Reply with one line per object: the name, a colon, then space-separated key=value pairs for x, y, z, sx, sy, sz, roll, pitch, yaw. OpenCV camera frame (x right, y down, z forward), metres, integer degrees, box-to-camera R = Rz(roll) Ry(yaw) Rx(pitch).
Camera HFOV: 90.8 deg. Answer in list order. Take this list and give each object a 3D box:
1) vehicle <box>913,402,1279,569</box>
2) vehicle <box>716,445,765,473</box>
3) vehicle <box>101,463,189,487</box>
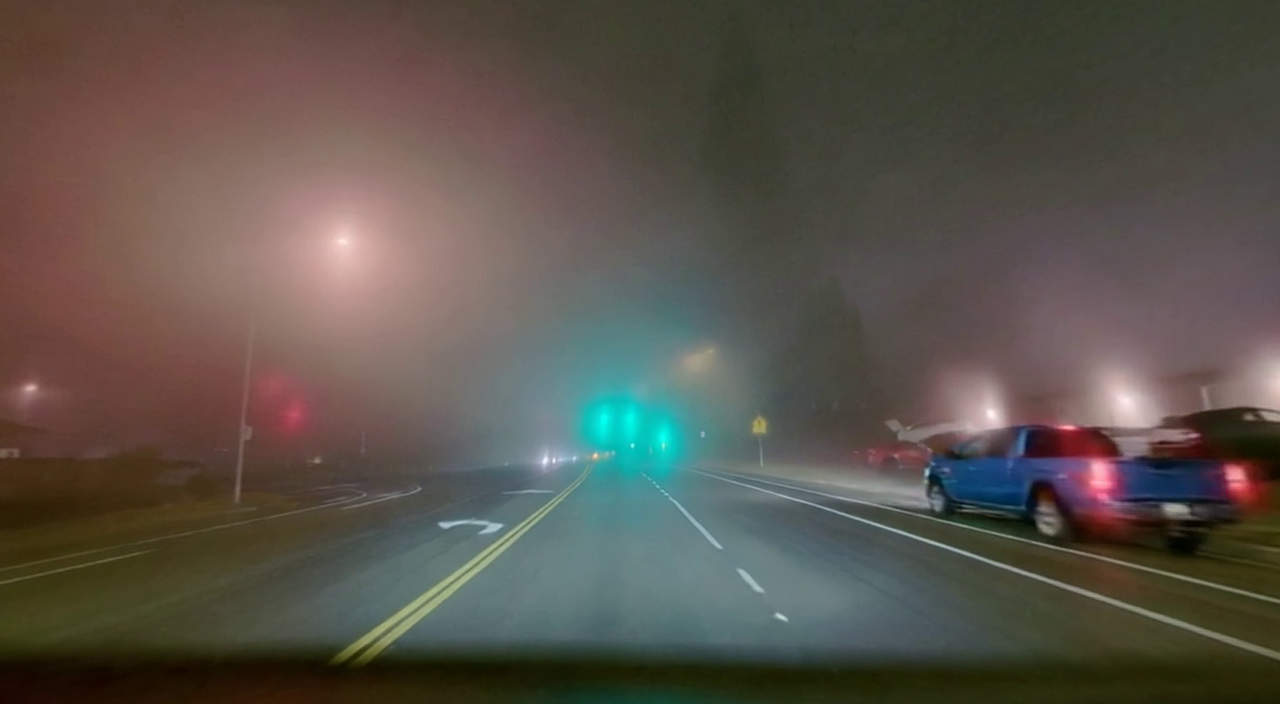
vehicle: x=6.739 y=1.928 z=10.003 sx=2.285 sy=1.868 sz=5.575 roll=0 pitch=-9 yaw=-1
vehicle: x=5.701 y=6.133 z=36.382 sx=1.969 sy=1.495 sz=4.328 roll=0 pitch=-9 yaw=-2
vehicle: x=-32.901 y=8.184 z=42.061 sx=4.242 sy=1.473 sz=1.820 roll=0 pitch=-9 yaw=-3
